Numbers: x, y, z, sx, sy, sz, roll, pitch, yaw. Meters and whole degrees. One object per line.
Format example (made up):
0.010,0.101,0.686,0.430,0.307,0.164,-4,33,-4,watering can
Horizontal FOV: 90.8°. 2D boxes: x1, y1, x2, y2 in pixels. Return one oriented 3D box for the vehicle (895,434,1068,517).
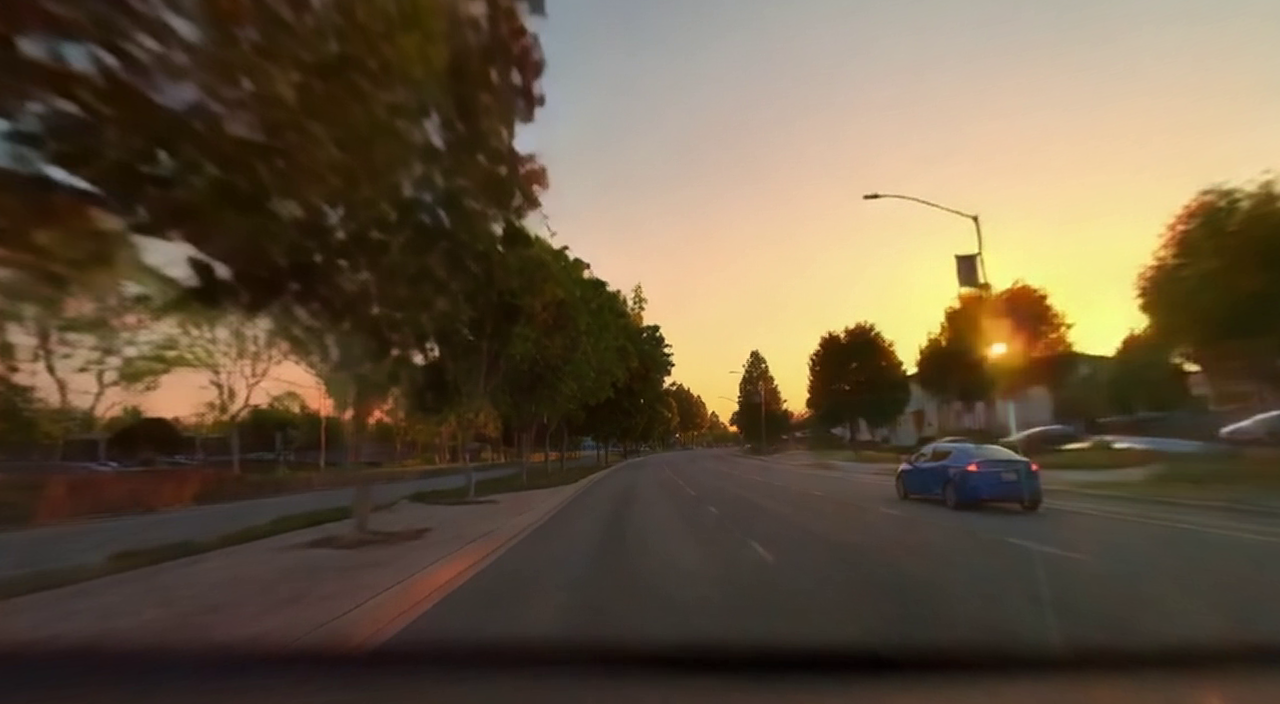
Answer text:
7.139,2.595,13.665,1.797,1.518,3.433,0,-9,0,vehicle
